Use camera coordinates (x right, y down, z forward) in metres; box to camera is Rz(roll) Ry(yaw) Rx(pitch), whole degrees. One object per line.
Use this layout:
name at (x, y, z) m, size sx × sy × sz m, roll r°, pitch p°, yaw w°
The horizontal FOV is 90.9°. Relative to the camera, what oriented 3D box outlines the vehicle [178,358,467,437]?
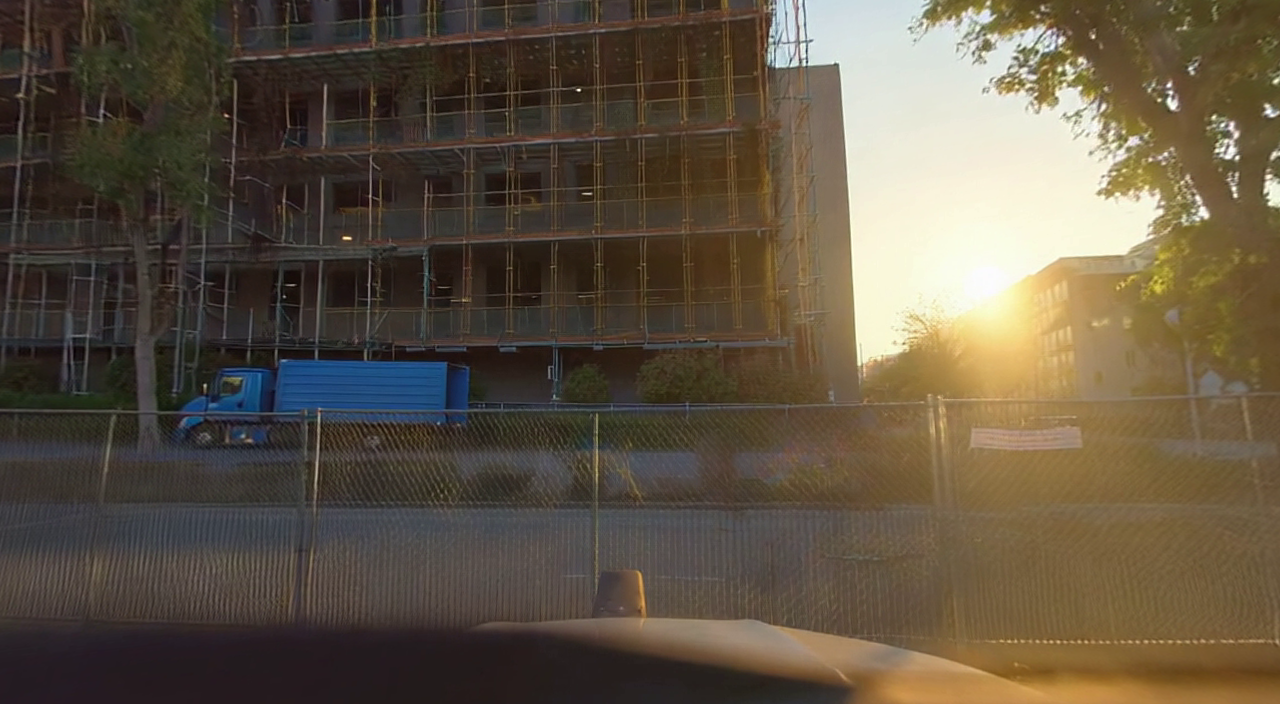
vehicle at (-17.206, 2.652, 35.230) m, size 14.067 × 4.099 × 2.832 m, roll 1°, pitch -9°, yaw -6°
